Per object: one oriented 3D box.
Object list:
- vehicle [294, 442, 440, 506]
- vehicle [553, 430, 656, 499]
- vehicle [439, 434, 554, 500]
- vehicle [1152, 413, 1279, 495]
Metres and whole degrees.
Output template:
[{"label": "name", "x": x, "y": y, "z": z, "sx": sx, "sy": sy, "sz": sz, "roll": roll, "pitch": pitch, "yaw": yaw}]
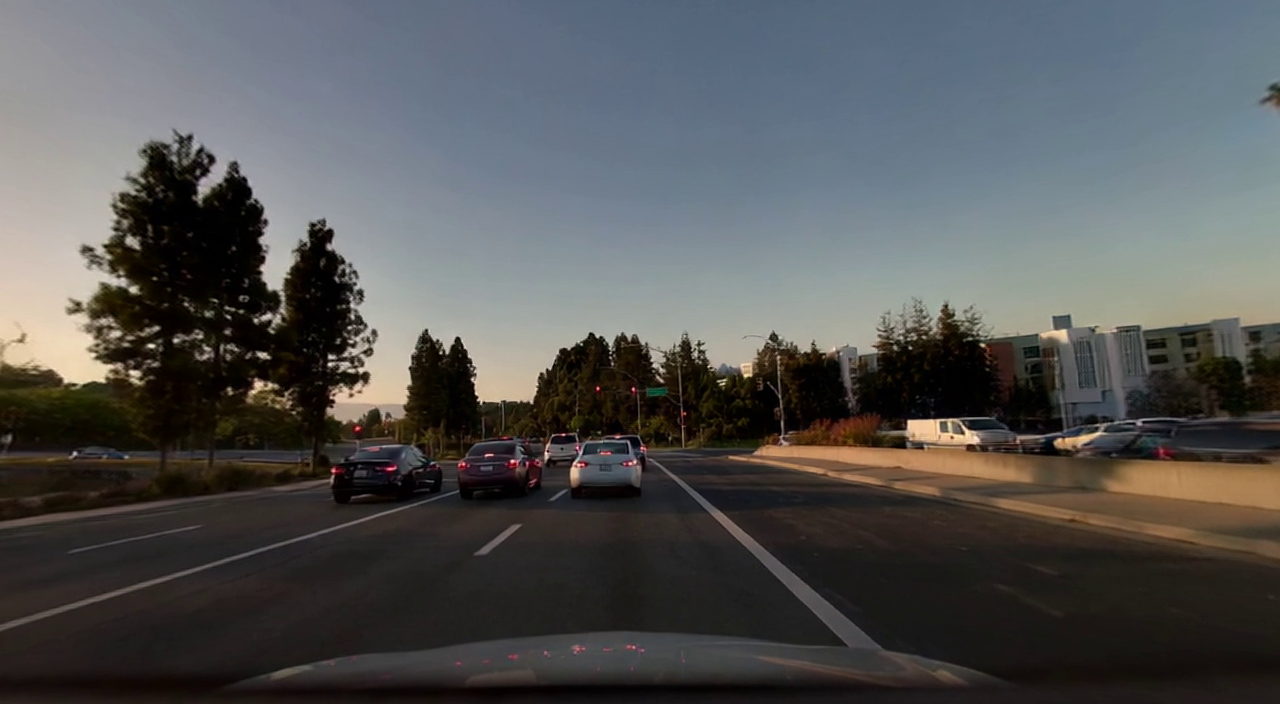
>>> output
[{"label": "vehicle", "x": -7.021, "y": 3.156, "z": 16.844, "sx": 1.852, "sy": 1.458, "sz": 4.422, "roll": 0, "pitch": -9, "yaw": 1}, {"label": "vehicle", "x": -0.789, "y": 2.776, "z": 15.971, "sx": 2.231, "sy": 1.481, "sz": 4.489, "roll": 0, "pitch": -9, "yaw": 0}, {"label": "vehicle", "x": -3.561, "y": 2.953, "z": 16.635, "sx": 1.920, "sy": 1.480, "sz": 4.549, "roll": 0, "pitch": -9, "yaw": 1}, {"label": "vehicle", "x": 14.687, "y": 2.373, "z": 14.881, "sx": 4.350, "sy": 1.675, "sz": 2.245, "roll": 4, "pitch": -9, "yaw": -25}]
